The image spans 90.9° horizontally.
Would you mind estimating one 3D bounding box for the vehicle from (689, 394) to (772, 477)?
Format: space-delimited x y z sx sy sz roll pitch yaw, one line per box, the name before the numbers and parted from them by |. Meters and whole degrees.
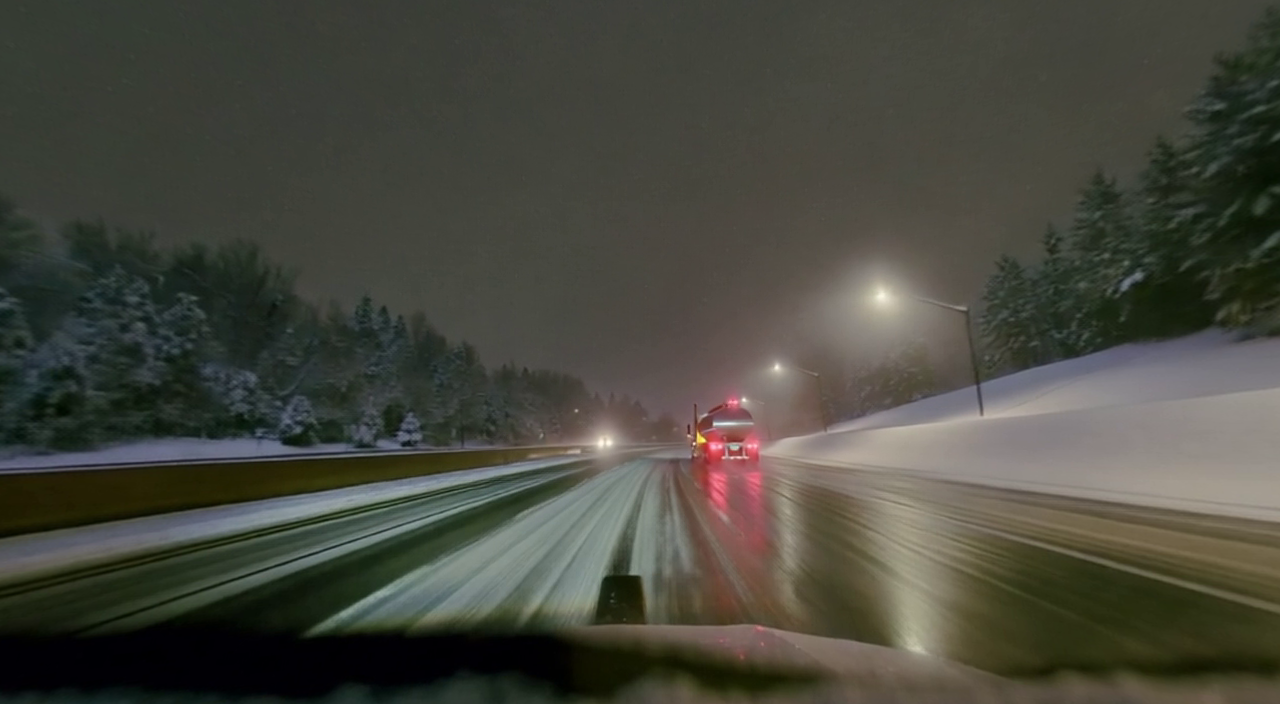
vehicle | 4.538 4.726 35.088 2.880 3.624 14.397 -1 -8 2
